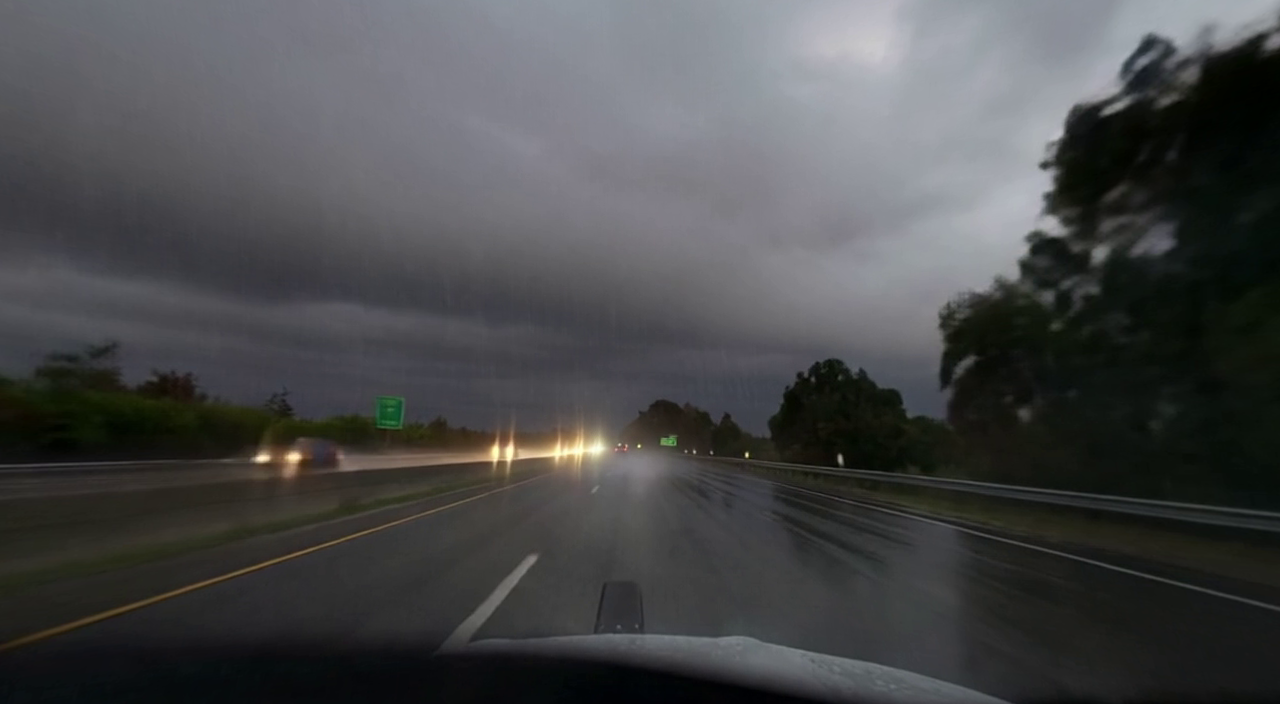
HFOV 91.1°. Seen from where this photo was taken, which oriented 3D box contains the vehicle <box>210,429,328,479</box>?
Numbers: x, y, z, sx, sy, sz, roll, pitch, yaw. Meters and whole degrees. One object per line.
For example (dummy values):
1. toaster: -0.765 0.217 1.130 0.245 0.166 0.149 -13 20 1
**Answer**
1. vehicle: -16.236 4.501 27.917 2.214 1.966 4.920 -1 -9 0
